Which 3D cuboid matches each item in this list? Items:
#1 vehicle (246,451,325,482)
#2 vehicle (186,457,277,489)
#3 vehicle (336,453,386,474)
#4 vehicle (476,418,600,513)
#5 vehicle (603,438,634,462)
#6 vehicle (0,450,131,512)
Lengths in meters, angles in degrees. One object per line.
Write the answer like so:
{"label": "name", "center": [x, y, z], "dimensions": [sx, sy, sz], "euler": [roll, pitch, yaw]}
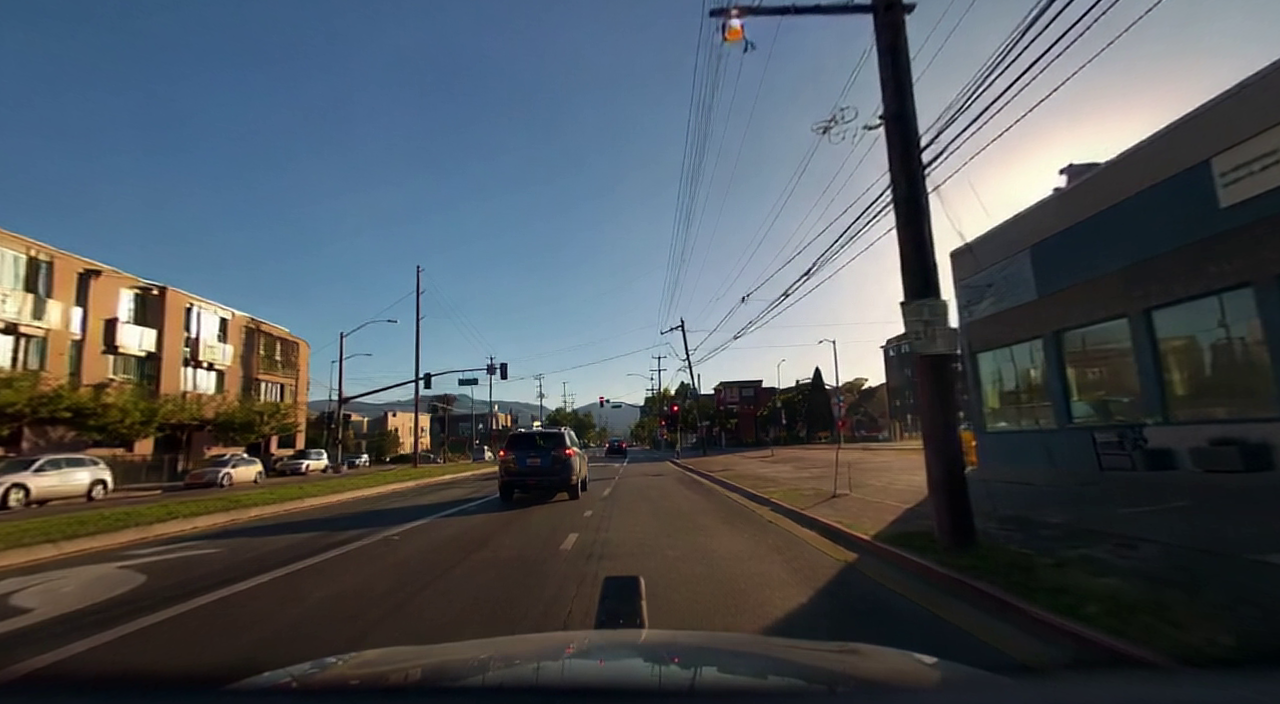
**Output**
{"label": "vehicle", "center": [-20.622, 6.635, 36.952], "dimensions": [1.989, 1.689, 4.388], "euler": [0, -9, 1]}
{"label": "vehicle", "center": [-20.642, 6.118, 32.163], "dimensions": [1.790, 1.415, 4.450], "euler": [0, -9, -2]}
{"label": "vehicle", "center": [-20.766, 8.290, 47.208], "dimensions": [1.826, 1.430, 4.426], "euler": [0, -9, -1]}
{"label": "vehicle", "center": [-2.026, 2.425, 13.847], "dimensions": [2.022, 1.757, 4.041], "euler": [0, -9, 0]}
{"label": "vehicle", "center": [-1.528, 7.151, 46.058], "dimensions": [2.144, 1.681, 3.855], "euler": [0, -9, -1]}
{"label": "vehicle", "center": [-20.340, 4.267, 21.516], "dimensions": [2.015, 1.815, 4.856], "euler": [0, -9, -2]}
